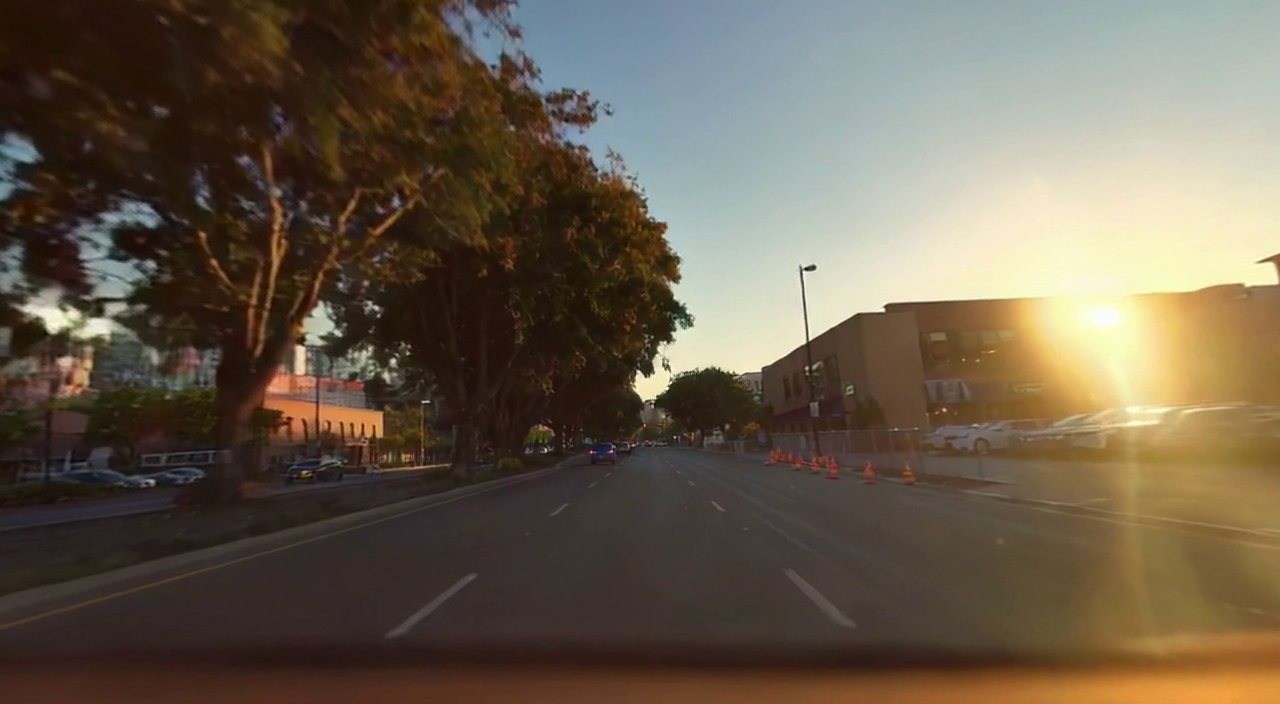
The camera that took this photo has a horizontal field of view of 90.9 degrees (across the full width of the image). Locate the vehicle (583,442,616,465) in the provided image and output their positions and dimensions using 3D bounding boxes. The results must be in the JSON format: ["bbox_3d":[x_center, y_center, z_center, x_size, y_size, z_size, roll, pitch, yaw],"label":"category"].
[{"bbox_3d":[-2.672,6.746,41.959,1.926,1.442,4.231,0,-8,0],"label":"vehicle"}]

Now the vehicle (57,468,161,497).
[{"bbox_3d":[-33.303,8.183,39.631,4.764,1.448,1.876,-3,-8,-3],"label":"vehicle"}]

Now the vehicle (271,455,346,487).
[{"bbox_3d":[-21.811,7.789,41.705,2.262,1.703,4.728,-5,-9,3],"label":"vehicle"}]

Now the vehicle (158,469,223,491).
[{"bbox_3d":[-32.923,9.389,46.191,3.576,1.407,1.583,-1,-8,3],"label":"vehicle"}]

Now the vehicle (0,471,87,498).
[{"bbox_3d":[-43.373,9.598,45.728,4.731,1.606,1.838,-3,-9,0],"label":"vehicle"}]
